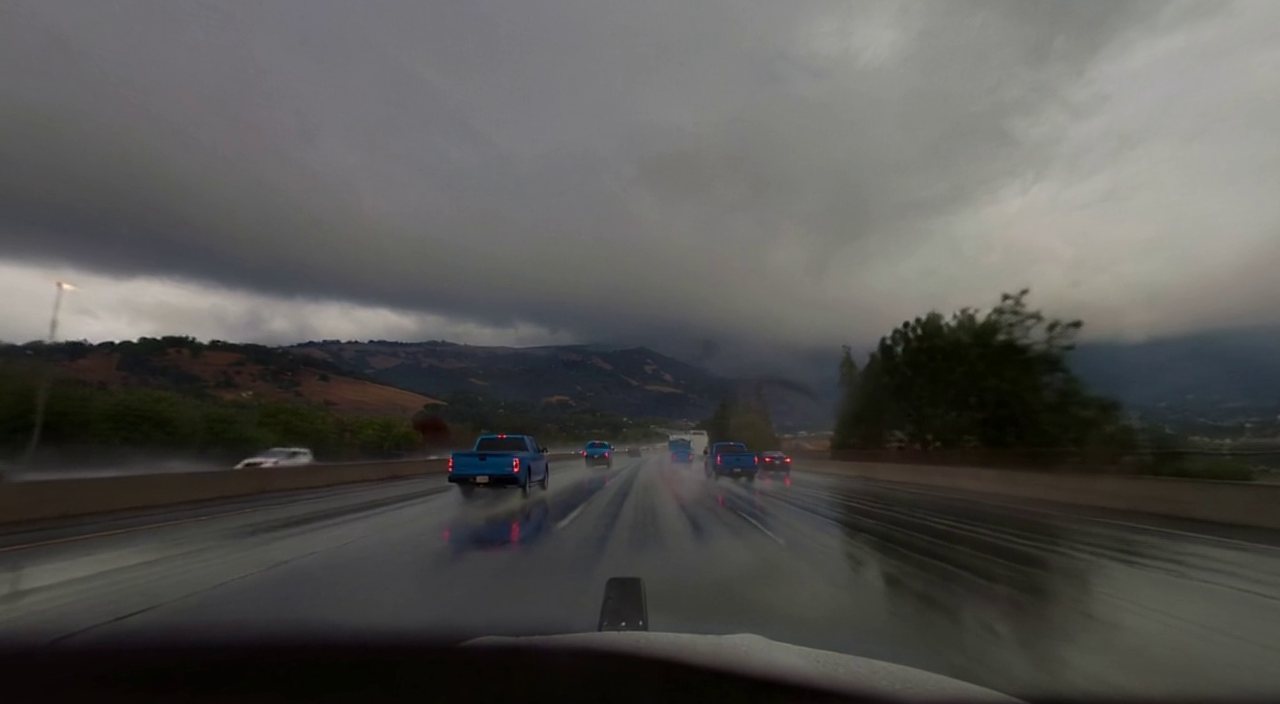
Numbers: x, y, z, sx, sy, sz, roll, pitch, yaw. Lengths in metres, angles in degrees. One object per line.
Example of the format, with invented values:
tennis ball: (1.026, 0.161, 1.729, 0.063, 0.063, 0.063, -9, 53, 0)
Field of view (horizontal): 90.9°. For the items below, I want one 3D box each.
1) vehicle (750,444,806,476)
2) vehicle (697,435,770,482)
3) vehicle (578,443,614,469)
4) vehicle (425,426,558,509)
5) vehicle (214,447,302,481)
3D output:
vehicle: (7.912, 6.229, 36.656, 2.104, 1.724, 4.701, 0, -8, -1)
vehicle: (4.213, 4.940, 29.543, 2.424, 1.952, 5.611, 0, -8, -1)
vehicle: (-3.192, 7.646, 46.516, 2.235, 1.785, 4.386, -1, -8, 1)
vehicle: (-3.710, 2.992, 16.942, 2.227, 1.853, 5.161, -1, -8, 1)
vehicle: (-20.374, 5.953, 33.869, 1.884, 1.693, 4.476, 0, -8, 0)
